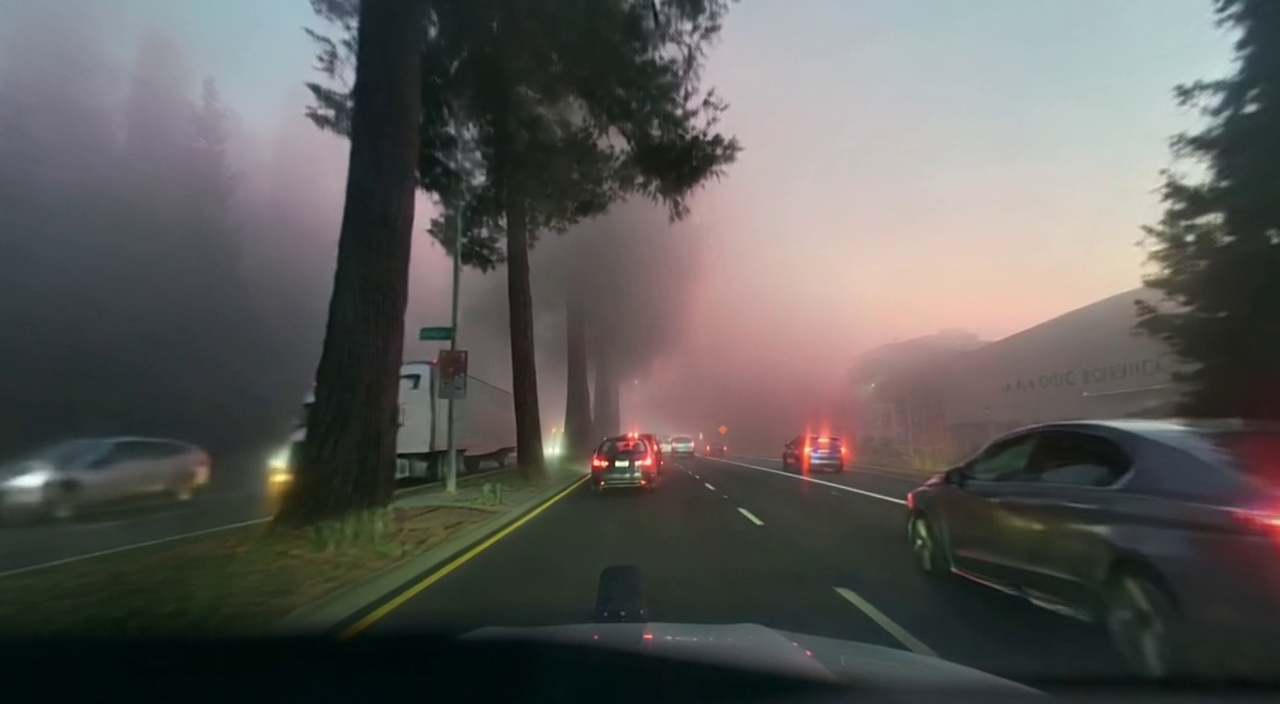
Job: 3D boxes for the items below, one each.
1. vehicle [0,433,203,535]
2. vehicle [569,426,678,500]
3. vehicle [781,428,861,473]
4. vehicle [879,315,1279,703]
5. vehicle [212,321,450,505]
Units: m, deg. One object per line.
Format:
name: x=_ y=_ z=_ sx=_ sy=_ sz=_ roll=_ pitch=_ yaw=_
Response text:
vehicle: x=-12.038 y=2.656 z=13.367 sx=2.058 sy=1.759 sz=4.577 roll=0 pitch=-8 yaw=1
vehicle: x=-0.363 y=2.668 z=15.440 sx=2.315 sy=1.563 sz=4.080 roll=0 pitch=-8 yaw=0
vehicle: x=7.716 y=4.264 z=27.208 sx=2.090 sy=1.768 sz=4.407 roll=0 pitch=-8 yaw=0
vehicle: x=3.619 y=1.015 z=4.370 sx=2.090 sy=1.763 sz=4.560 roll=0 pitch=-8 yaw=0
vehicle: x=-8.138 y=1.882 z=17.976 sx=3.021 sy=4.215 sz=7.024 roll=0 pitch=-8 yaw=1
